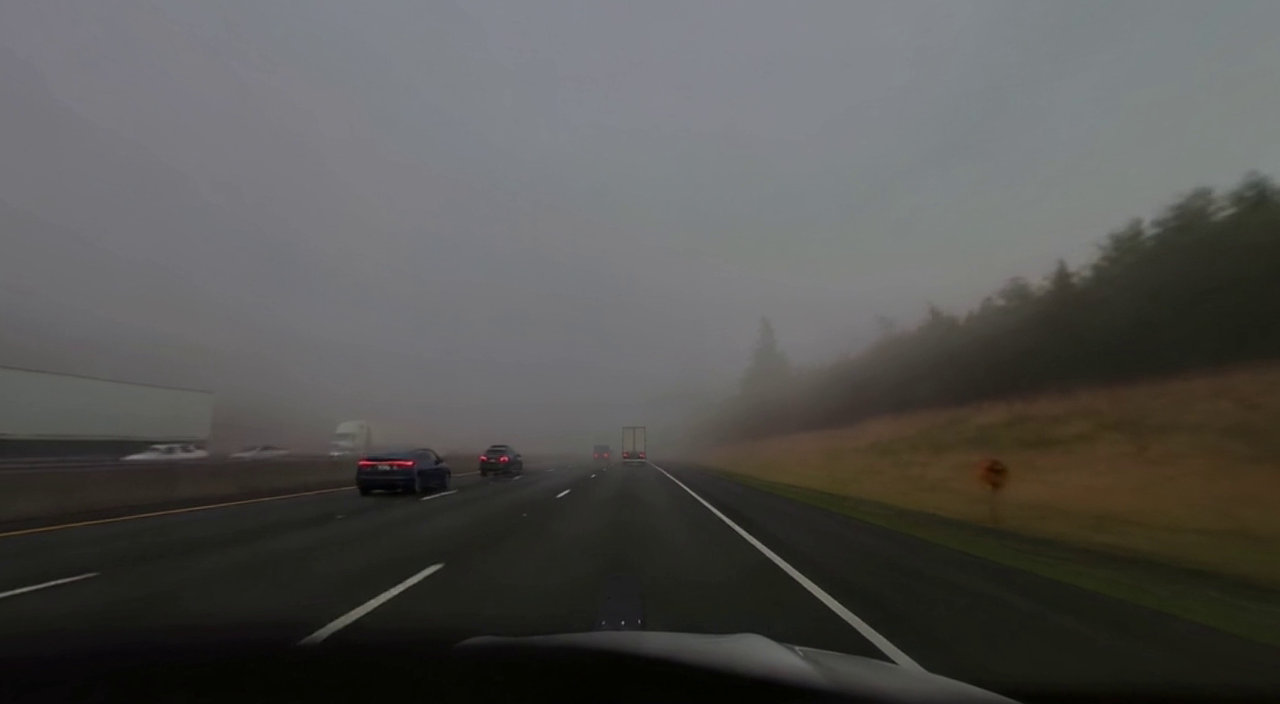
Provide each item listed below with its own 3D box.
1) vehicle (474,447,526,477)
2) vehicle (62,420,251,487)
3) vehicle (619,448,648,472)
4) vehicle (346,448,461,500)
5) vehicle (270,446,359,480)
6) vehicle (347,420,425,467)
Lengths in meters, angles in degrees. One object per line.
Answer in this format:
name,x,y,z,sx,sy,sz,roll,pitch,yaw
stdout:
vehicle,-8.054,6.345,36.641,2.004,1.629,4.506,0,-9,0
vehicle,-14.890,3.194,19.879,2.153,1.828,4.818,0,-9,-1
vehicle,-0.461,7.943,46.376,2.009,1.657,3.962,0,-9,0
vehicle,-7.341,3.799,20.109,1.895,1.446,4.456,0,-9,0
vehicle,-14.755,5.046,28.846,1.927,1.393,4.071,0,-9,-1
vehicle,-19.833,7.250,49.858,2.935,3.383,7.992,0,-9,-1
